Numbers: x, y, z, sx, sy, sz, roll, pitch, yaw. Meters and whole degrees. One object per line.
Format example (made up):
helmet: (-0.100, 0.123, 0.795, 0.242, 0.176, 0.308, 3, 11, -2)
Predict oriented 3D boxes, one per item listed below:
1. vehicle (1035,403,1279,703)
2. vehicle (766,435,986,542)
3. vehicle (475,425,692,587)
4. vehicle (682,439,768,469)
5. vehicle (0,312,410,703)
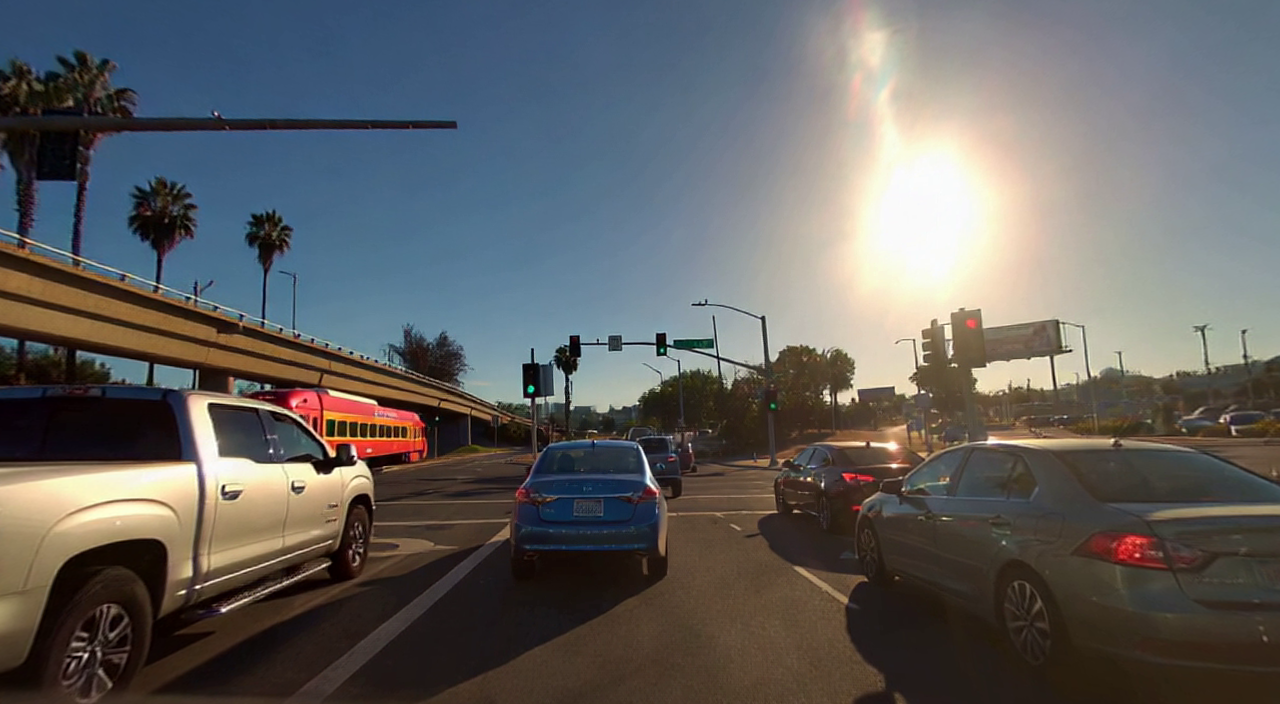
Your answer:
vehicle: (3.890, 0.891, 2.203, 2.052, 1.496, 4.541, 0, -9, -1)
vehicle: (3.696, 2.214, 10.964, 1.965, 1.448, 4.486, 0, -9, -2)
vehicle: (-0.630, 1.754, 8.056, 2.035, 1.491, 4.090, 0, -9, -3)
vehicle: (4.203, 5.139, 31.977, 1.878, 1.428, 4.416, 5, -10, -32)
vehicle: (-3.833, 1.096, 4.947, 2.078, 1.838, 5.448, 0, -9, -1)
